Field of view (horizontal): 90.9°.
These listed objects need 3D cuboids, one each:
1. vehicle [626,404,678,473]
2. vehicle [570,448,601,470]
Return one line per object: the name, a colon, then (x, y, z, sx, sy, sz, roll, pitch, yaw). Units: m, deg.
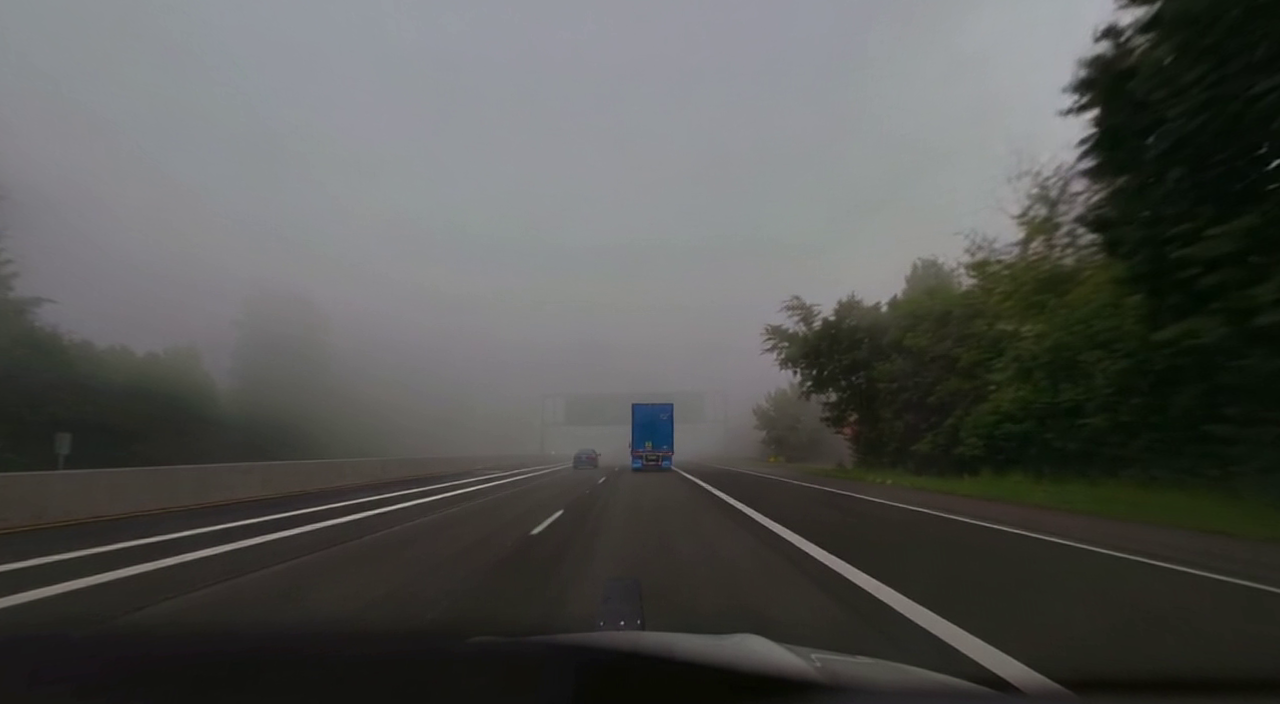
vehicle: (0.720, 5.863, 42.339, 3.022, 4.072, 10.318, 0, -9, 0)
vehicle: (-3.865, 7.650, 45.244, 1.873, 1.469, 3.601, 0, -9, 0)
